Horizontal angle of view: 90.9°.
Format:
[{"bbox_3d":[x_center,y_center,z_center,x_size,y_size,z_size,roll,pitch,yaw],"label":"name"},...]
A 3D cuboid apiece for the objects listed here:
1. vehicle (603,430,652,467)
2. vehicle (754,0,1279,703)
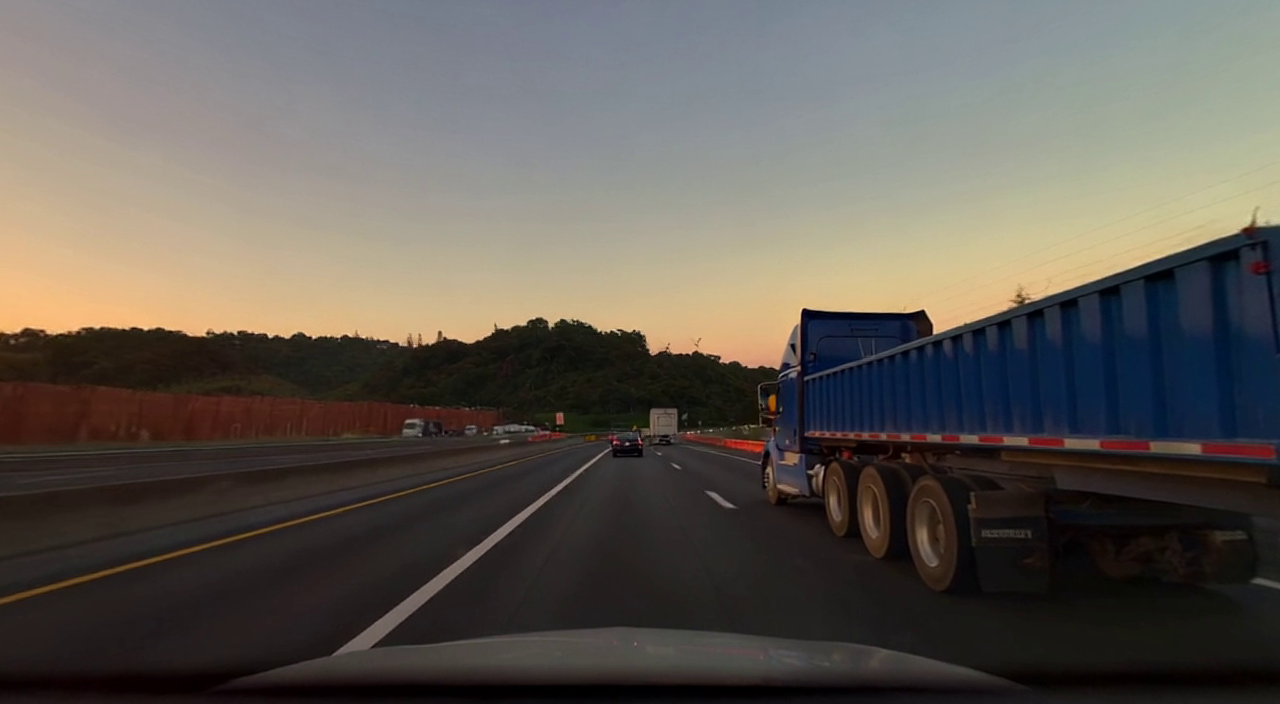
[{"bbox_3d":[-0.534,4.088,26.975,1.929,1.469,3.677,0,-8,-1],"label":"vehicle"},{"bbox_3d":[3.541,0.171,5.091,2.919,3.634,10.888,0,-8,-1],"label":"vehicle"}]
